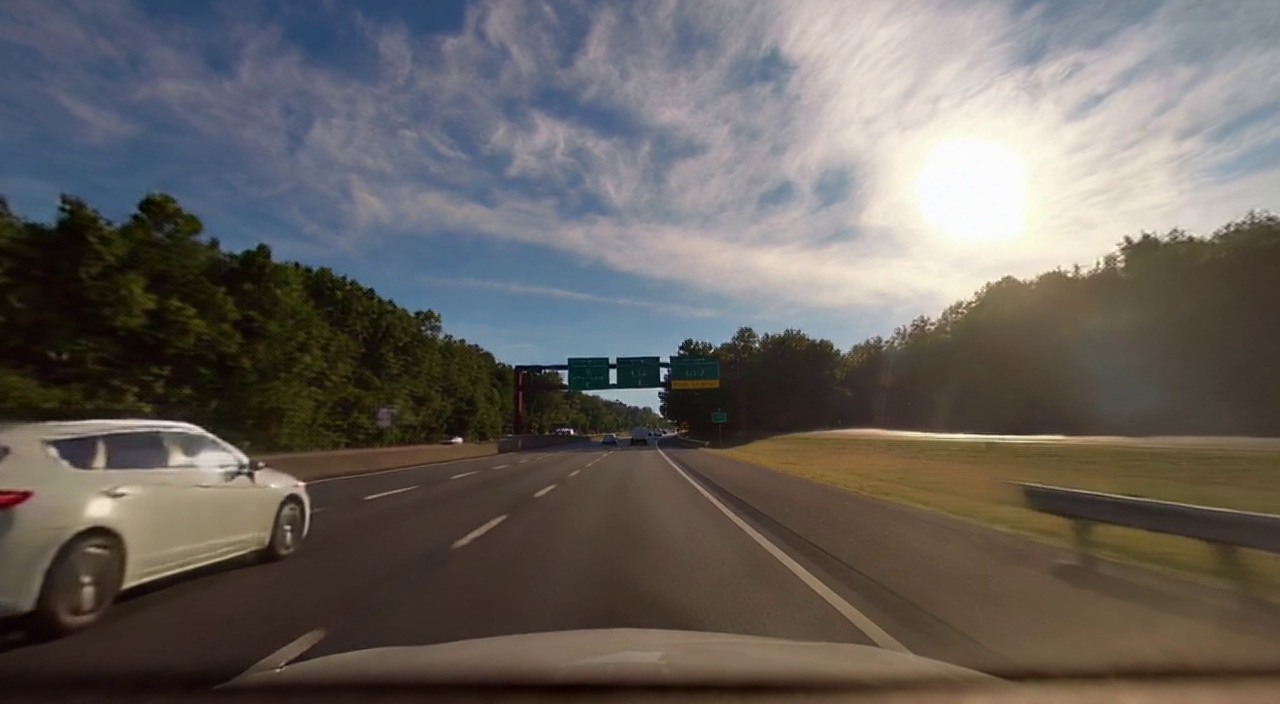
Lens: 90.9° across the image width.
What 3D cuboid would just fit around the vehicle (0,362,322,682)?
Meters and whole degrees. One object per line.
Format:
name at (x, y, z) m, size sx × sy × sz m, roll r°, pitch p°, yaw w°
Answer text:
vehicle at (-4.321, 1.003, 4.226) m, size 2.052 × 1.626 × 4.514 m, roll 0°, pitch -8°, yaw -1°
